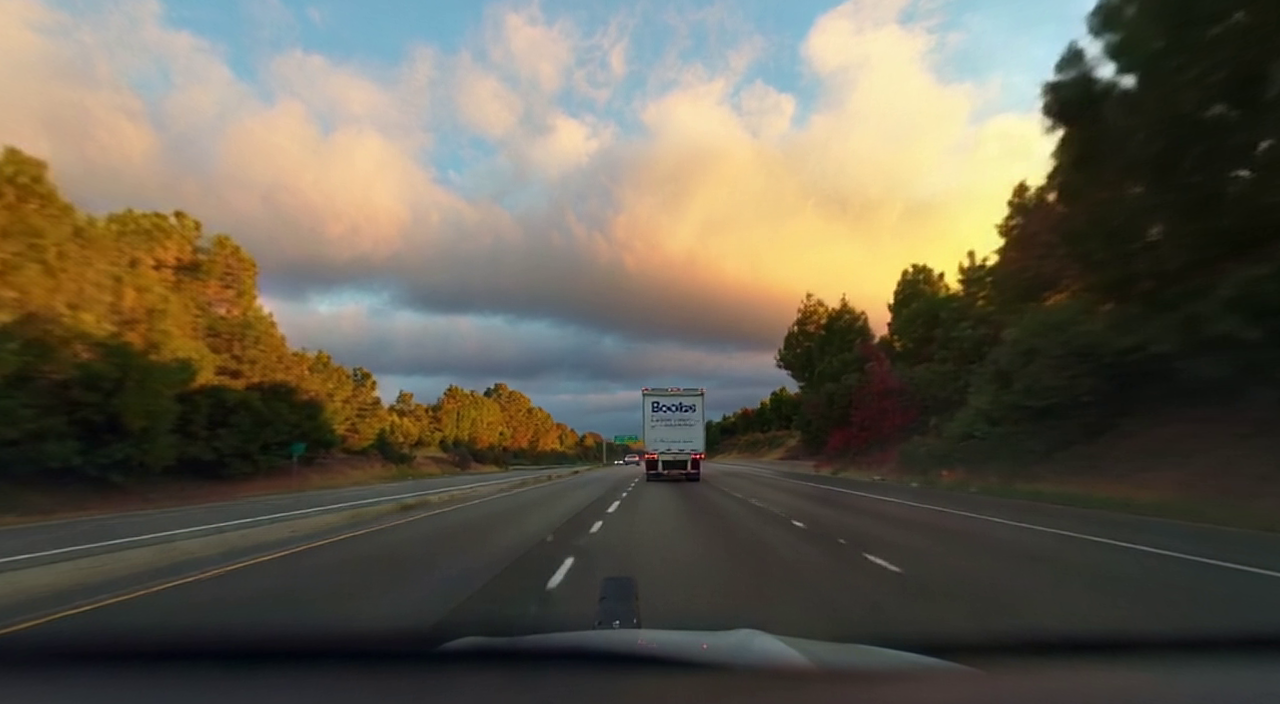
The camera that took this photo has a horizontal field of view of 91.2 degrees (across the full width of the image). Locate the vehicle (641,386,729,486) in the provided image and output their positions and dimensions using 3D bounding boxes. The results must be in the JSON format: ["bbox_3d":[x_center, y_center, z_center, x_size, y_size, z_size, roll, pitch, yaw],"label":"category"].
[{"bbox_3d":[2.110,4.774,34.428,3.537,4.071,17.399,-1,-9,2],"label":"vehicle"}]
